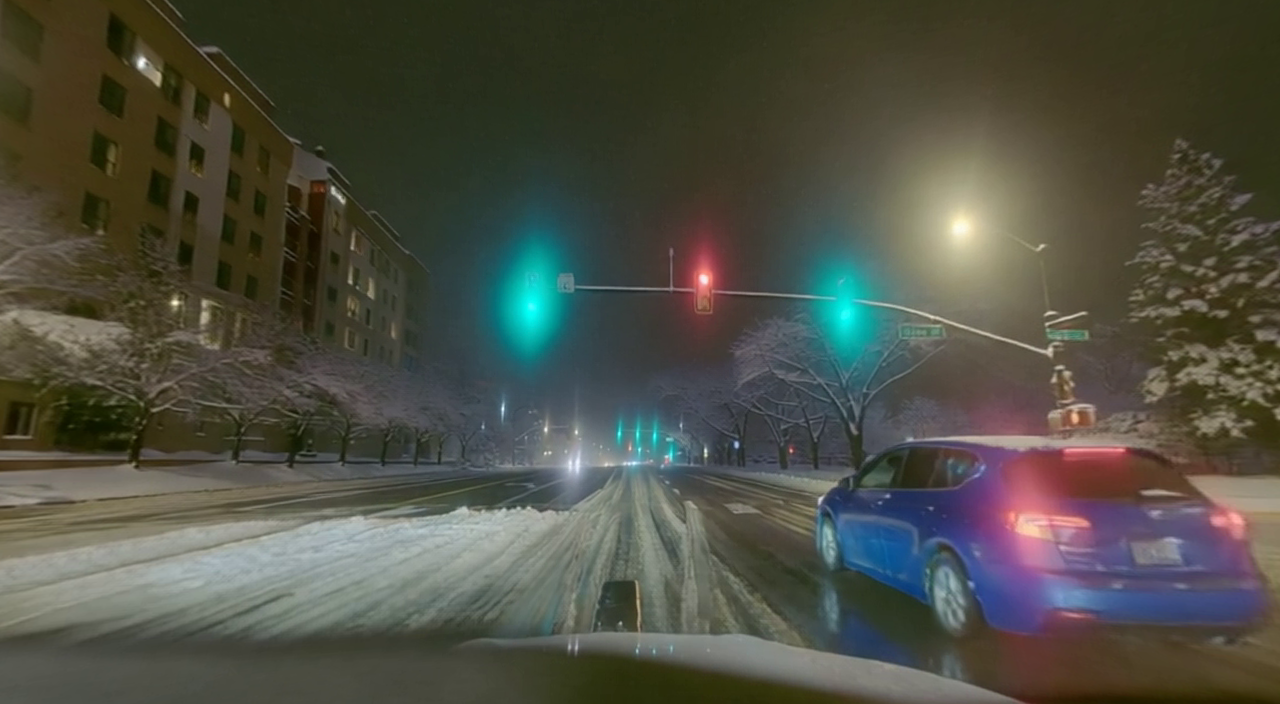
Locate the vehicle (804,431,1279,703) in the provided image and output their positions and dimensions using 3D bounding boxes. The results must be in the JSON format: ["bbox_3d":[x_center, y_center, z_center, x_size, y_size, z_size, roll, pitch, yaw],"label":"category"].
[{"bbox_3d":[3.124,1.492,5.626,2.015,1.455,4.615,0,-9,-1],"label":"vehicle"}]
